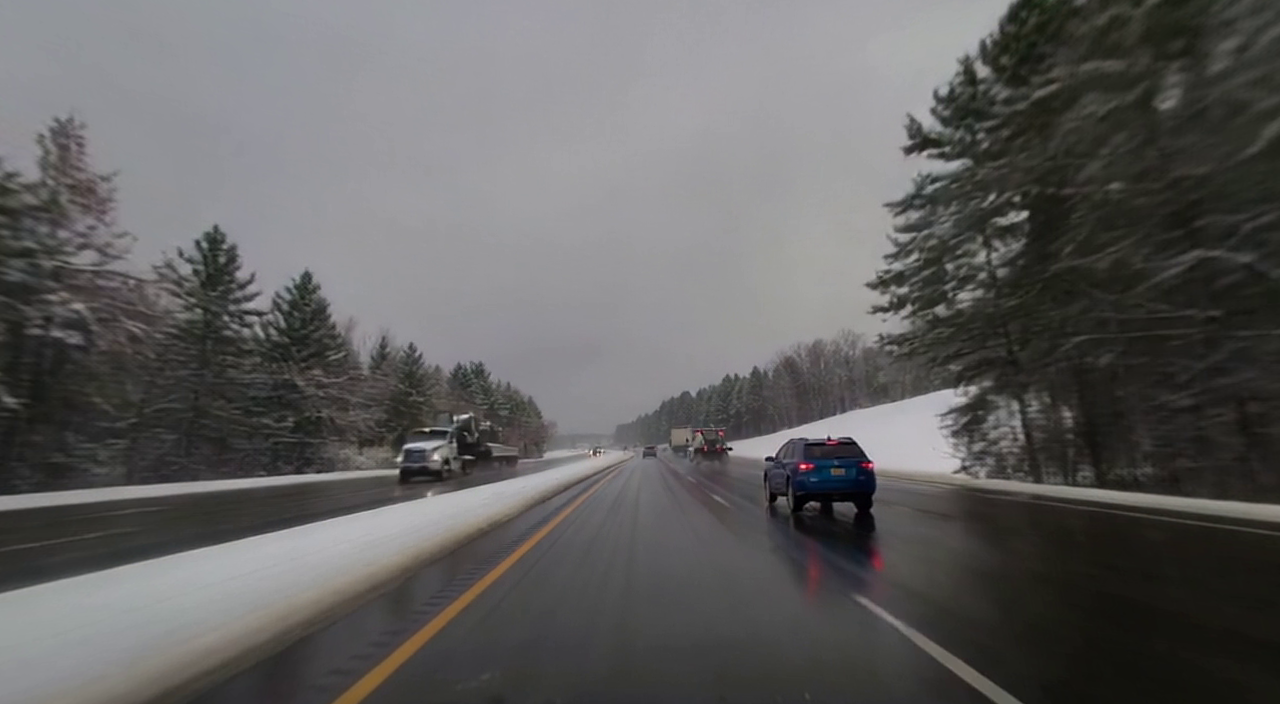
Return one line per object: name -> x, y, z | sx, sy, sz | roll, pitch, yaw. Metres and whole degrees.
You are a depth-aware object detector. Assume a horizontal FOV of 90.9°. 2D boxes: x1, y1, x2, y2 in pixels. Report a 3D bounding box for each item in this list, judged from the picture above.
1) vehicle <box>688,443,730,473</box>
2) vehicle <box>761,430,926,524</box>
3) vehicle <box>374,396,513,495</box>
vehicle -> 4.137, 6.432, 38.354 | 2.022, 1.658, 4.132 | 0, -9, -1
vehicle -> 3.934, 2.496, 13.037 | 2.005, 1.604, 4.002 | 0, -9, -1
vehicle -> -7.782, 3.953, 26.530 | 3.011, 3.465, 8.510 | 0, -9, 0
